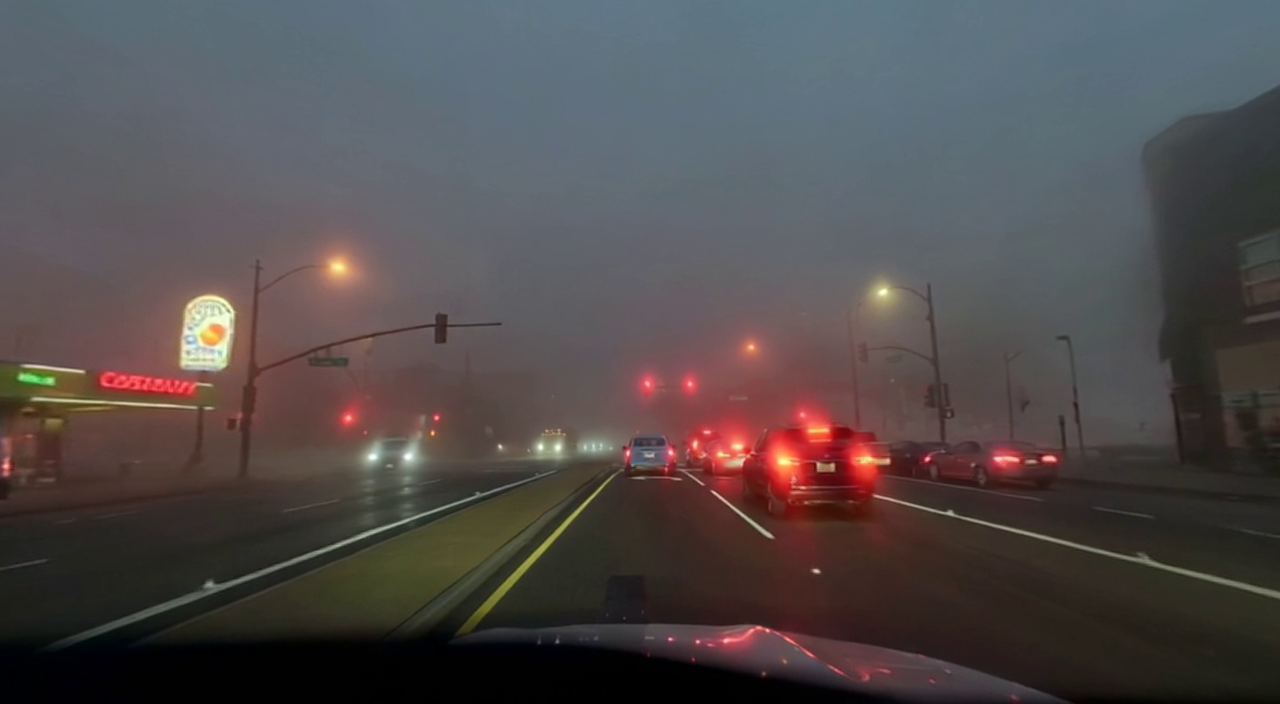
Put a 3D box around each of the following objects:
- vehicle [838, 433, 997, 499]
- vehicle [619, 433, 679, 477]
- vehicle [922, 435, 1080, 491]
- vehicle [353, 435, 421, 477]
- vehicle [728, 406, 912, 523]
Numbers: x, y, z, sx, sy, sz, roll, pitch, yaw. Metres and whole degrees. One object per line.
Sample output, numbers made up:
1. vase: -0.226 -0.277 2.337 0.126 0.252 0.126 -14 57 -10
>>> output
1. vehicle: 6.910 2.873 16.349 2.059 1.458 4.395 0 -8 -1
2. vehicle: 0.282 3.860 23.805 2.073 1.496 3.892 0 -8 -1
3. vehicle: 10.543 3.259 18.945 1.881 1.463 4.726 0 -8 -1
4. vehicle: -11.794 4.774 29.239 2.106 1.751 4.554 5 -10 -31
5. vehicle: 3.136 2.101 12.293 2.038 1.787 4.946 0 -8 -1
